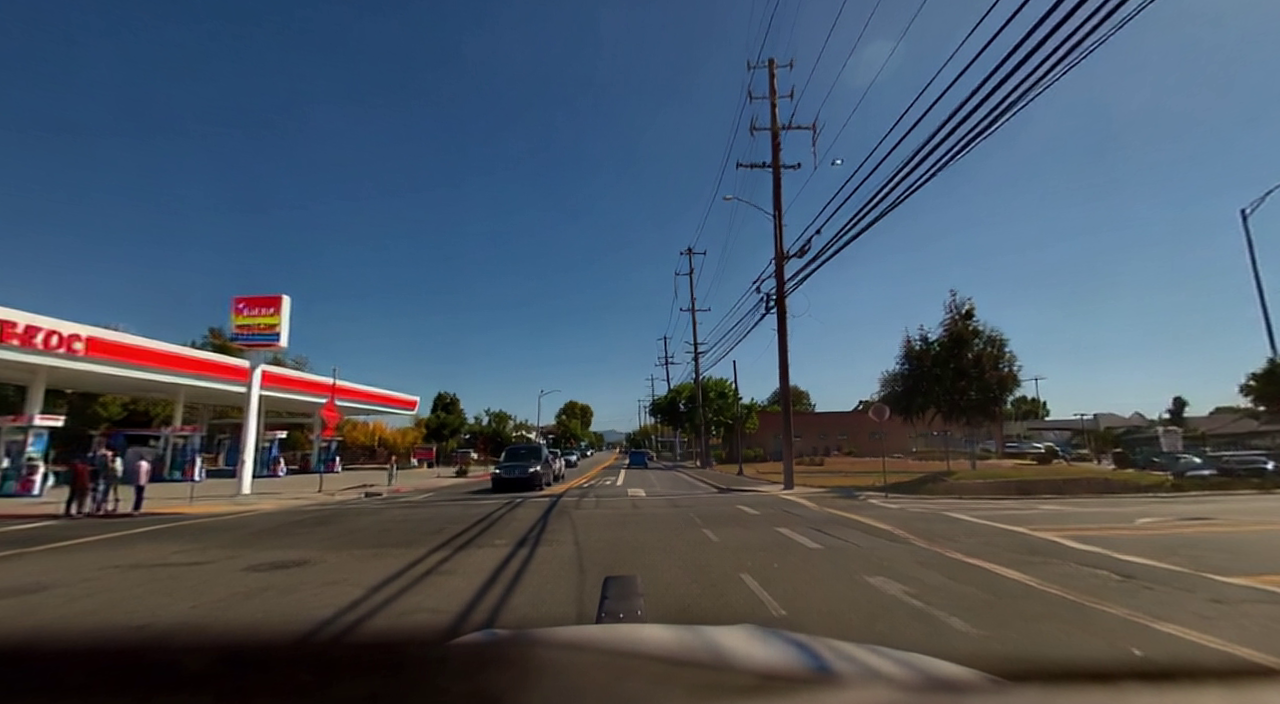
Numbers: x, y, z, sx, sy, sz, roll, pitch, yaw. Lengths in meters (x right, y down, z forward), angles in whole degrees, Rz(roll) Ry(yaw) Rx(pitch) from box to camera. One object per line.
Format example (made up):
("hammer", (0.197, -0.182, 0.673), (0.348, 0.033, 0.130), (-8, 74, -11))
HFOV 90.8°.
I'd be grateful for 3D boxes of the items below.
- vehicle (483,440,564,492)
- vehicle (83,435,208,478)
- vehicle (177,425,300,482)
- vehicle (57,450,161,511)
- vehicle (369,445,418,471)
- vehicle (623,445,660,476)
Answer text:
("vehicle", (-4.506, 4.483, 25.262), (2.274, 1.844, 4.843), (0, -9, 0))
("vehicle", (-20.097, 4.336, 25.964), (1.913, 1.591, 4.374), (2, -10, -6))
("vehicle", (-17.728, 4.514, 28.236), (2.499, 2.309, 4.613), (0, -9, -2))
("vehicle", (-15.635, 3.634, 18.497), (1.928, 1.487, 5.116), (8, -12, -42))
("vehicle", (-17.608, 7.571, 45.386), (1.890, 1.761, 4.578), (1, -9, -4))
("vehicle", (0.022, 6.224, 36.473), (2.000, 1.663, 4.271), (0, -9, -2))
